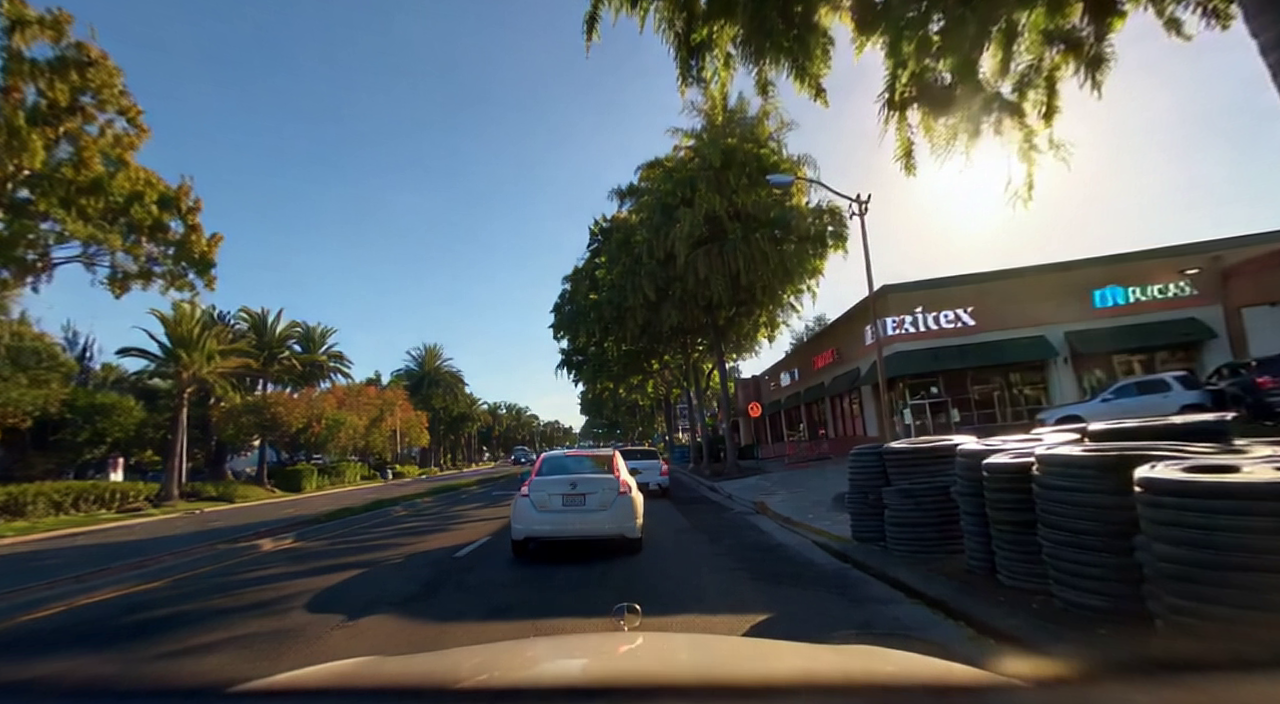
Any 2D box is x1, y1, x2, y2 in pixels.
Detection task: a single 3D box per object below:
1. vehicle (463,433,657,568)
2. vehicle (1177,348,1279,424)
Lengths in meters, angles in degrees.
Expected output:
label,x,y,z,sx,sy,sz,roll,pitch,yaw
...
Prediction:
label,x,y,z,sx,sy,sz,roll,pitch,yaw
vehicle,-0.957,1.973,9.205,2.169,1.495,4.048,0,-8,-2
vehicle,16.519,0.951,16.509,1.810,1.669,3.883,0,-8,7
